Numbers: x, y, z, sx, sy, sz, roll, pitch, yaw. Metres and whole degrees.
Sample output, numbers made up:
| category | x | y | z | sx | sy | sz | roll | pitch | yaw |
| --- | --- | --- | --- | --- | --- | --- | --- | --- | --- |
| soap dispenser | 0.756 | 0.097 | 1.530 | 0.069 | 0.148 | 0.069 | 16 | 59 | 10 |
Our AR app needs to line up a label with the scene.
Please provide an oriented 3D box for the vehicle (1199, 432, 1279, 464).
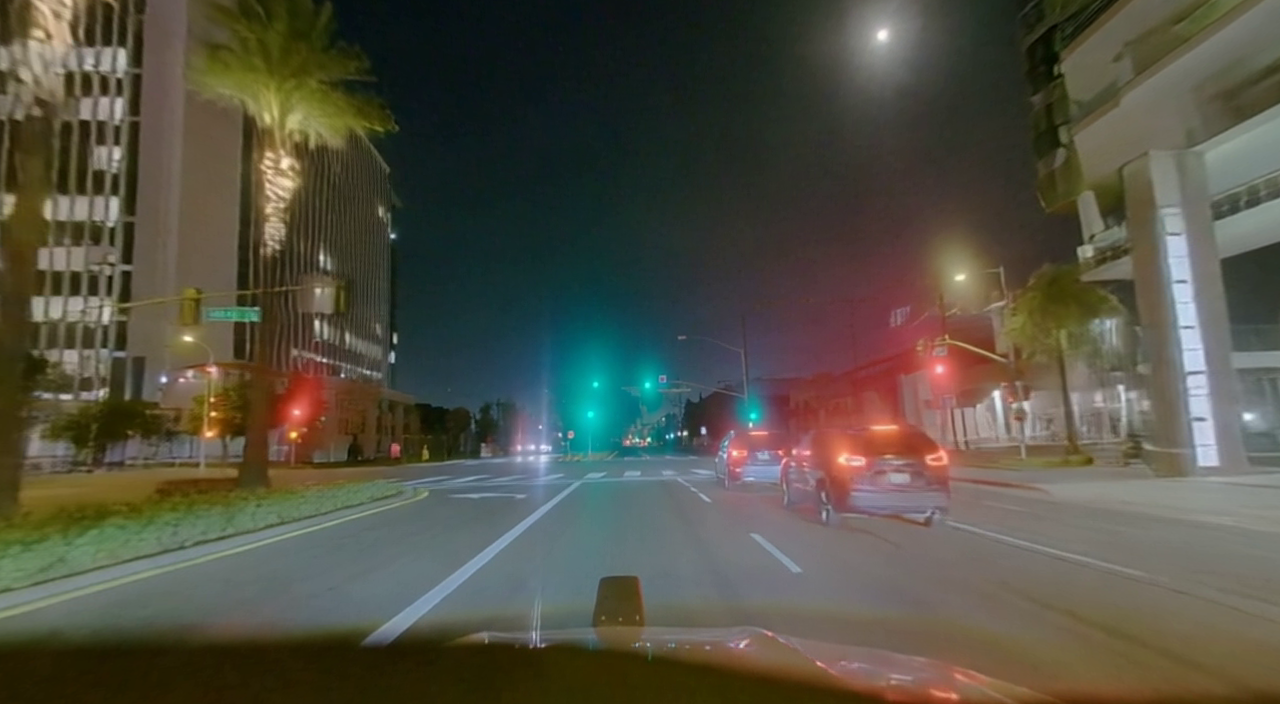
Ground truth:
| category | x | y | z | sx | sy | sz | roll | pitch | yaw |
| --- | --- | --- | --- | --- | --- | --- | --- | --- | --- |
| vehicle | 30.286 | 4.652 | 30.709 | 4.398 | 1.471 | 1.955 | 0 | -8 | -3 |

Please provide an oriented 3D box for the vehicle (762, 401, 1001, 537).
| category | x | y | z | sx | sy | sz | roll | pitch | yaw |
| --- | --- | --- | --- | --- | --- | --- | --- | --- | --- |
| vehicle | 3.623 | 1.886 | 10.699 | 2.060 | 1.756 | 4.770 | 0 | -9 | -1 |
